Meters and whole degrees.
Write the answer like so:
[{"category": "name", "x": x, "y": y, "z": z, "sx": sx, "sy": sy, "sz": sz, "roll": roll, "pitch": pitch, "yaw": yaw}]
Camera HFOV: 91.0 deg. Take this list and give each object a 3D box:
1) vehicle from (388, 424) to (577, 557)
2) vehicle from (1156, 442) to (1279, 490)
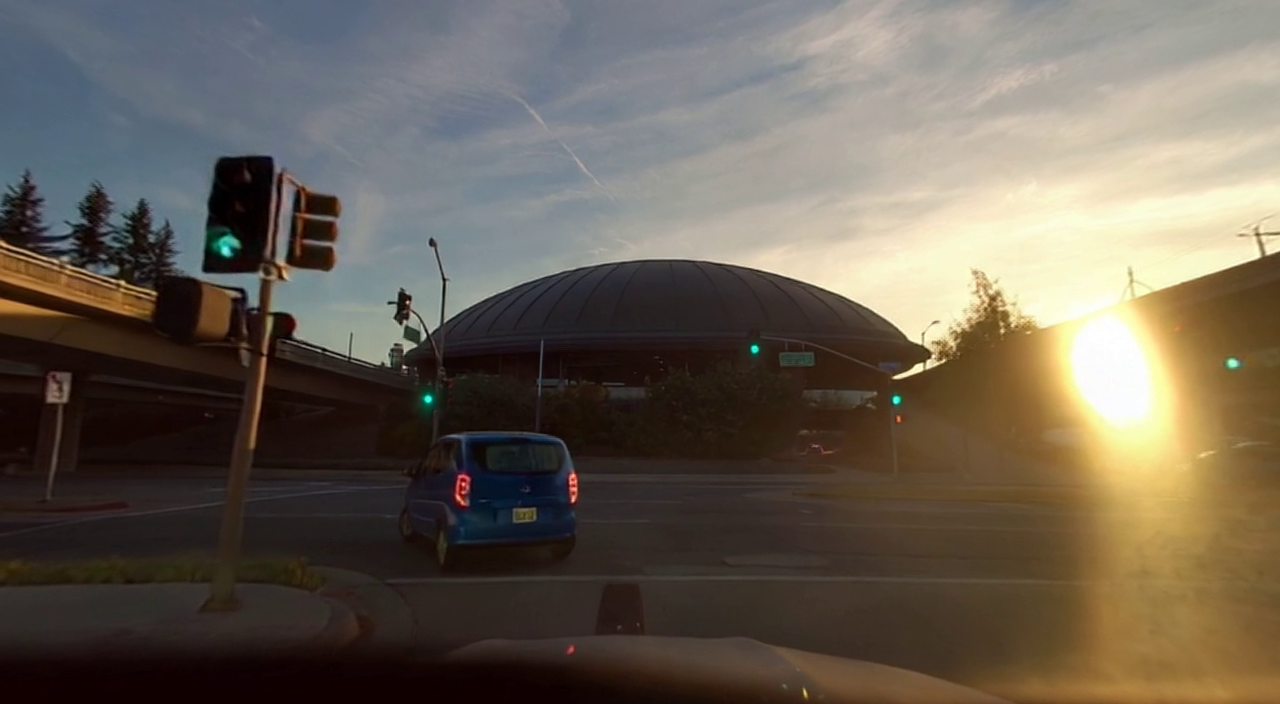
[{"category": "vehicle", "x": -2.606, "y": 1.995, "z": 9.747, "sx": 1.976, "sy": 1.584, "sz": 3.772, "roll": 5, "pitch": -10, "yaw": -27}, {"category": "vehicle", "x": 22.432, "y": 4.253, "z": 23.631, "sx": 4.345, "sy": 1.672, "sz": 1.973, "roll": 0, "pitch": -9, "yaw": 1}]
